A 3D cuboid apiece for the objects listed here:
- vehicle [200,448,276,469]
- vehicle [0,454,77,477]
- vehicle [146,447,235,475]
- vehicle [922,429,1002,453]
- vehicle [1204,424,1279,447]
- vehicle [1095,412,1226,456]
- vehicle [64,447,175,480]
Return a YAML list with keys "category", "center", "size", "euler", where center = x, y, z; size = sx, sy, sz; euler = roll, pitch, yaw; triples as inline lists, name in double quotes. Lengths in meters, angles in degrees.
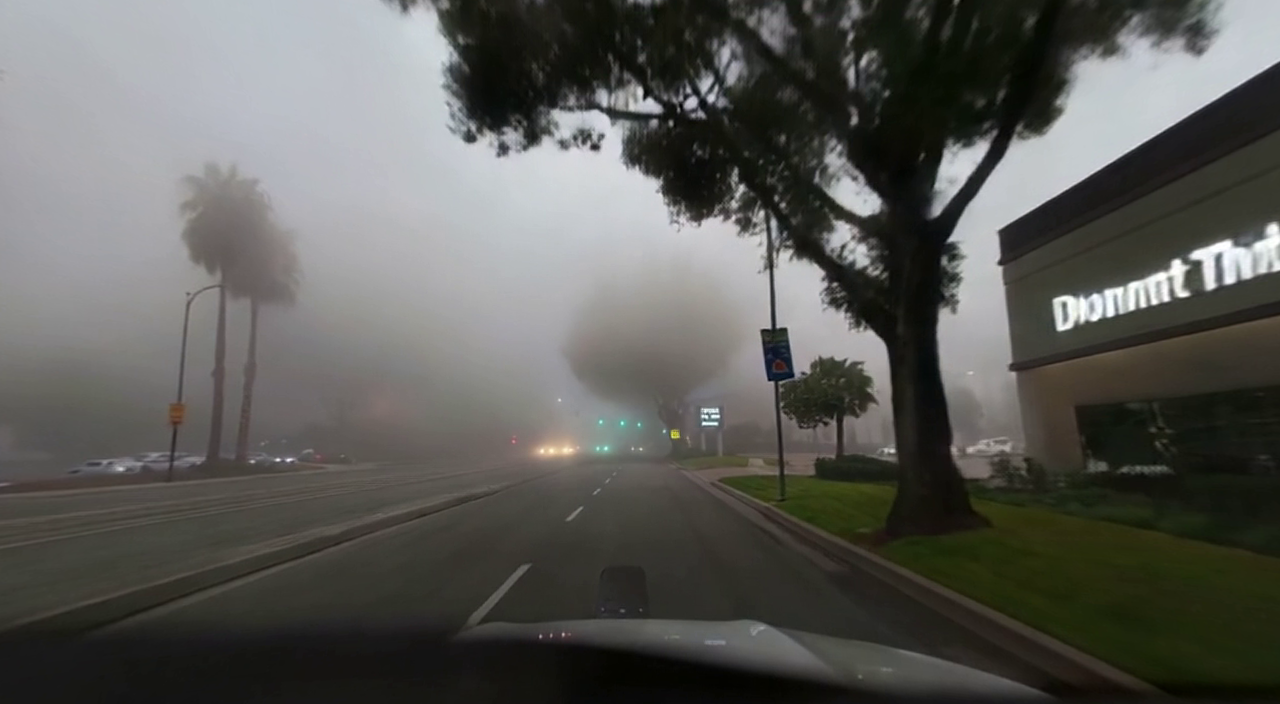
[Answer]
- category: "vehicle"
  center: [-29.813, 7.910, 46.624]
  size: [4.310, 1.533, 1.917]
  euler: [0, -8, 2]
- category: "vehicle"
  center: [-42.855, 7.975, 44.263]
  size: [4.490, 1.495, 1.922]
  euler: [0, -8, 2]
- category: "vehicle"
  center: [-29.456, 7.155, 41.229]
  size: [4.463, 1.497, 1.889]
  euler: [-4, -9, 0]
- category: "vehicle"
  center: [25.226, 7.014, 49.356]
  size: [5.117, 1.813, 2.052]
  euler: [0, -8, 0]
- category: "vehicle"
  center: [45.325, 6.210, 46.620]
  size: [4.663, 1.553, 2.272]
  euler: [-1, -9, -1]
- category: "vehicle"
  center: [31.552, 4.997, 38.223]
  size: [5.779, 2.547, 2.437]
  euler: [0, -8, -2]
- category: "vehicle"
  center: [-29.586, 6.356, 35.812]
  size: [4.293, 1.529, 2.347]
  euler: [-4, -9, 0]
